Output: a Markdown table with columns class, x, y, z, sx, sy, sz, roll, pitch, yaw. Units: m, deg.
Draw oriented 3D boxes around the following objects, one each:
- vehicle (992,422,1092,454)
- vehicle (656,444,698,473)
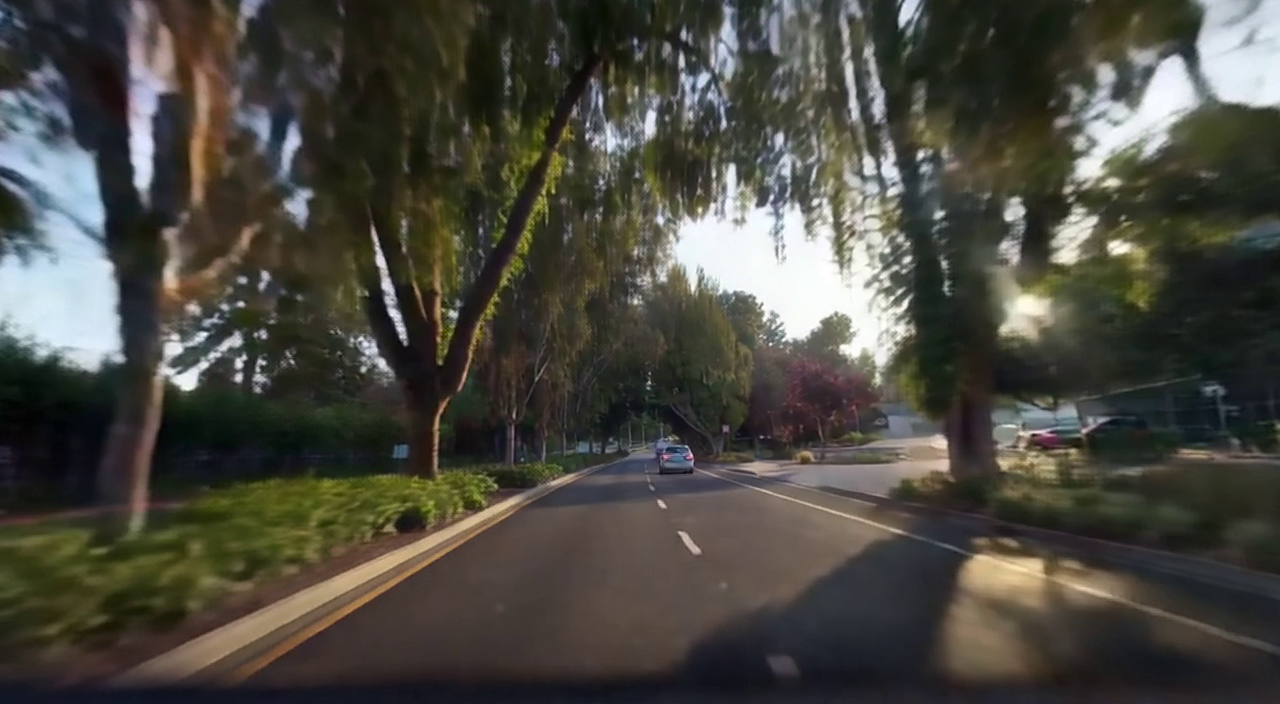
| class | x | y | z | sx | sy | sz | roll | pitch | yaw |
| --- | --- | --- | --- | --- | --- | --- | --- | --- | --- |
| vehicle | 27.854 | 6.004 | 43.743 | 5.465 | 2.116 | 2.004 | 0 | -8 | 0 |
| vehicle | 2.040 | 6.052 | 36.109 | 2.044 | 1.537 | 4.528 | 0 | -9 | -1 |
